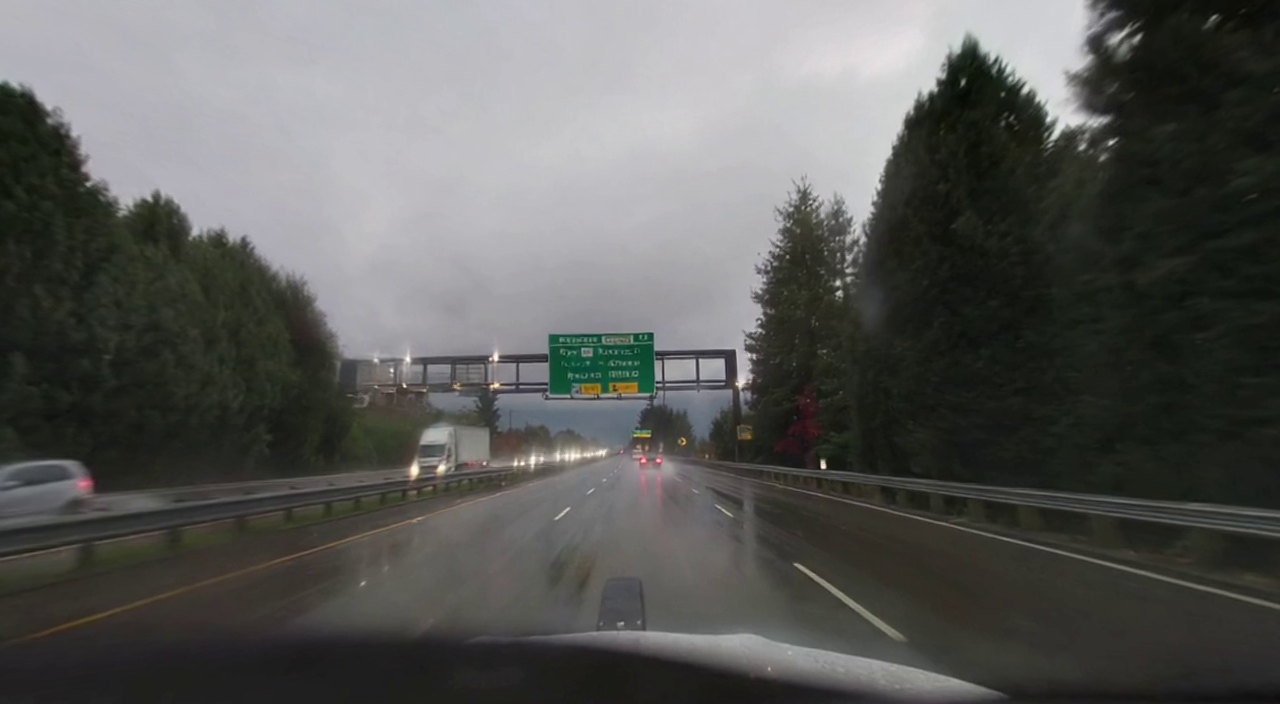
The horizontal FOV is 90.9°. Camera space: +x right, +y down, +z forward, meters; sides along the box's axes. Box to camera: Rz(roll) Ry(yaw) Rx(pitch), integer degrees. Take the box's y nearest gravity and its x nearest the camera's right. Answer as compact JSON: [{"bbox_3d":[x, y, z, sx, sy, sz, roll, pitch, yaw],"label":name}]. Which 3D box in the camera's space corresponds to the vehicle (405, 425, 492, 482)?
[{"bbox_3d":[-13.892,7.535,46.850,3.366,3.773,9.860,0,-9,0],"label":"vehicle"}]

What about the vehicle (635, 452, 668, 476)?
[{"bbox_3d":[0.702,7.195,40.574,2.036,1.457,3.471,0,-9,-1],"label":"vehicle"}]
